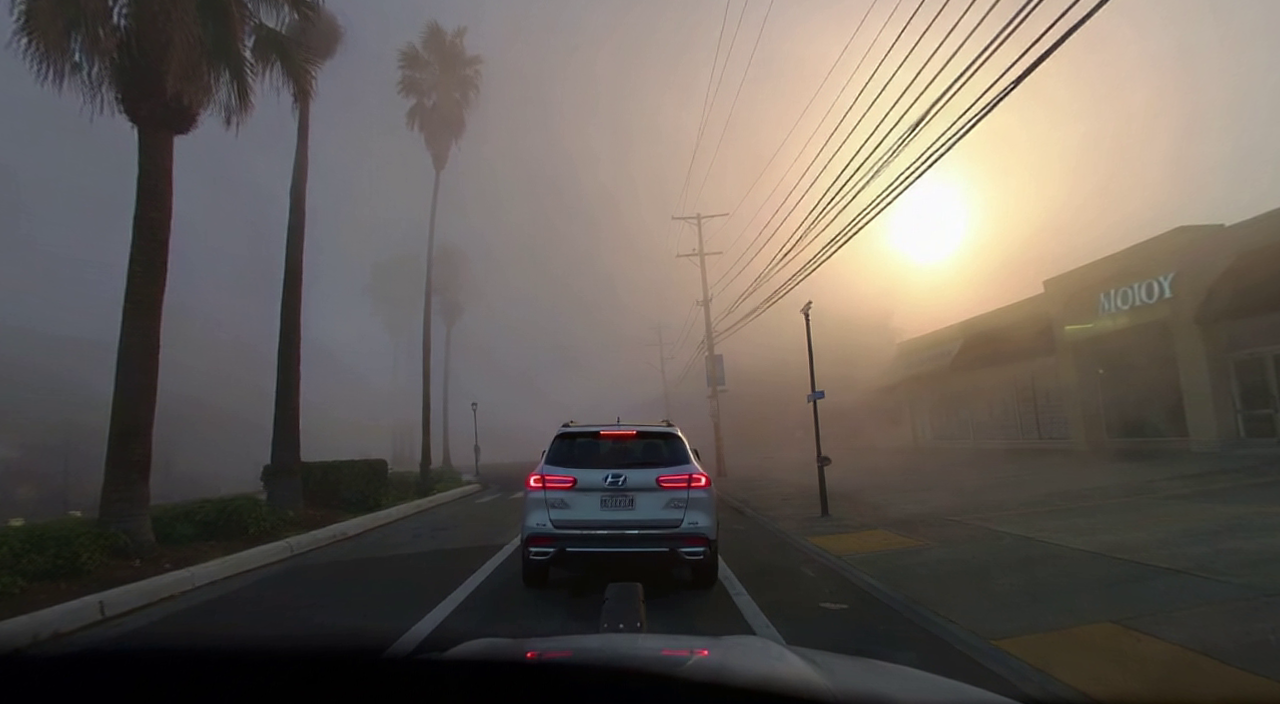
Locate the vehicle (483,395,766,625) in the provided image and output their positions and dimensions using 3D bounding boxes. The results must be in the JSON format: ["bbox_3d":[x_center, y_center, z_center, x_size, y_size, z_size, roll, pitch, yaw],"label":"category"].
[{"bbox_3d":[-0.200,1.449,6.683,2.105,1.702,3.750,0,-8,-3],"label":"vehicle"}]
